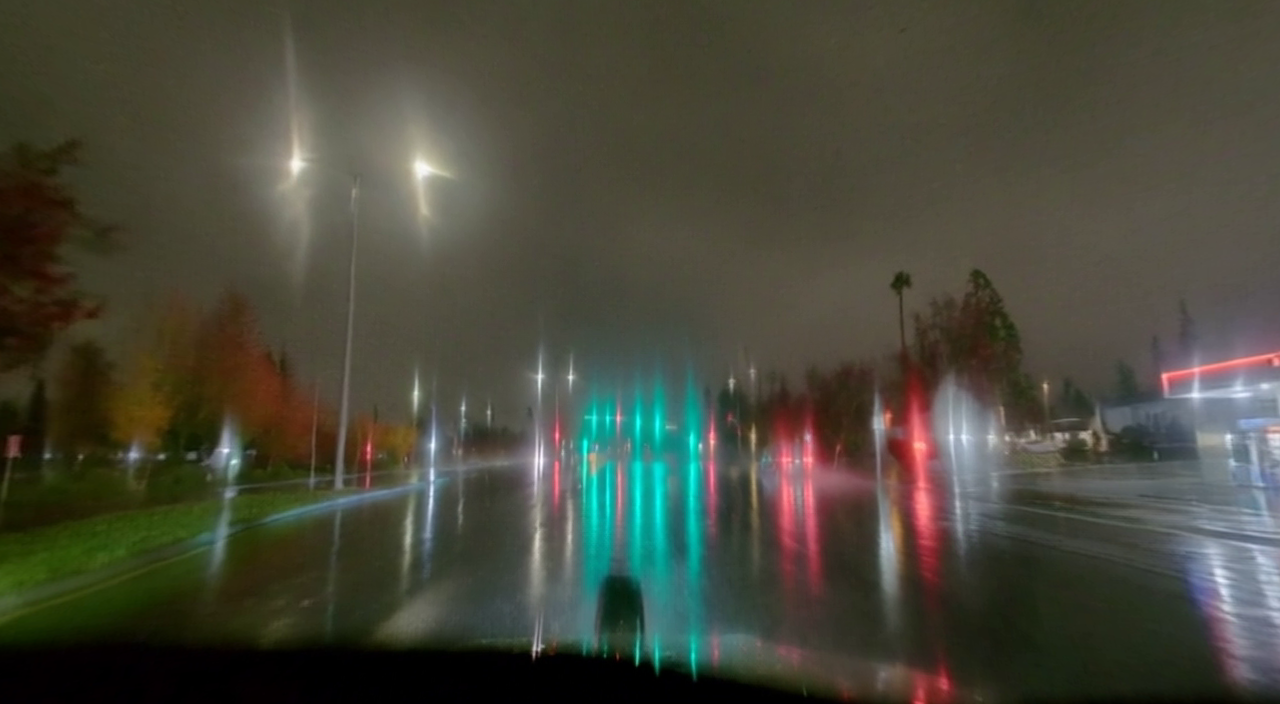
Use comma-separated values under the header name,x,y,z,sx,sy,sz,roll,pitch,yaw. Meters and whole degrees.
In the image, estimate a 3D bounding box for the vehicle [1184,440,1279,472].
name,x,y,z,sx,sy,sz,roll,pitch,yaw
vehicle,31.087,5.443,33.056,1.591,1.491,4.005,-2,-10,1
